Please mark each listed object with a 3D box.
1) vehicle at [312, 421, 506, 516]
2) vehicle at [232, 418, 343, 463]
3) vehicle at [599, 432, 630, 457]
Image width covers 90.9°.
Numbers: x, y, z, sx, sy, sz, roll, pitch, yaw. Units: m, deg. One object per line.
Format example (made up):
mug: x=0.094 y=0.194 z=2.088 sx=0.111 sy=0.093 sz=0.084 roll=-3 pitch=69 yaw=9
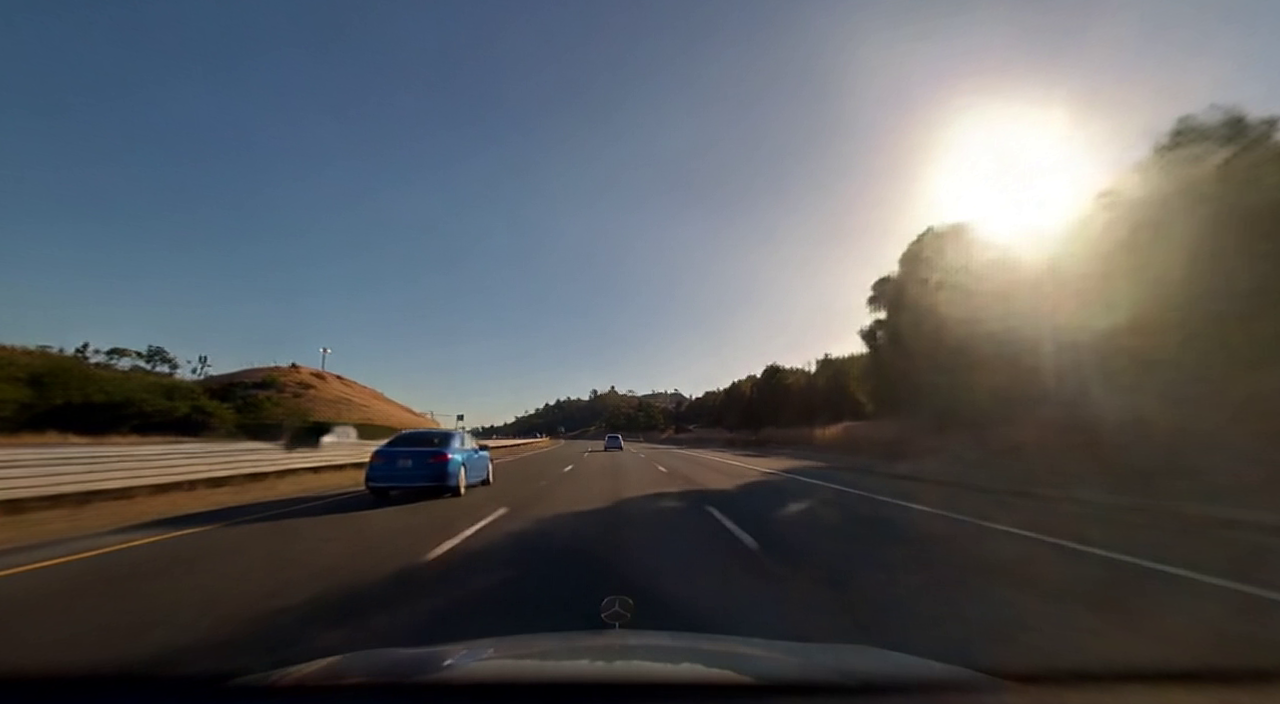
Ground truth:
vehicle: x=-4.360 y=2.268 z=12.981 sx=2.141 sy=1.534 sz=5.099 roll=0 pitch=-8 yaw=-1
vehicle: x=-12.894 y=3.272 z=23.396 sx=1.829 sy=1.475 sz=4.093 roll=0 pitch=-8 yaw=-1
vehicle: x=-1.710 y=6.148 z=42.124 sx=1.997 sy=1.589 sz=4.179 roll=0 pitch=-8 yaw=-3
